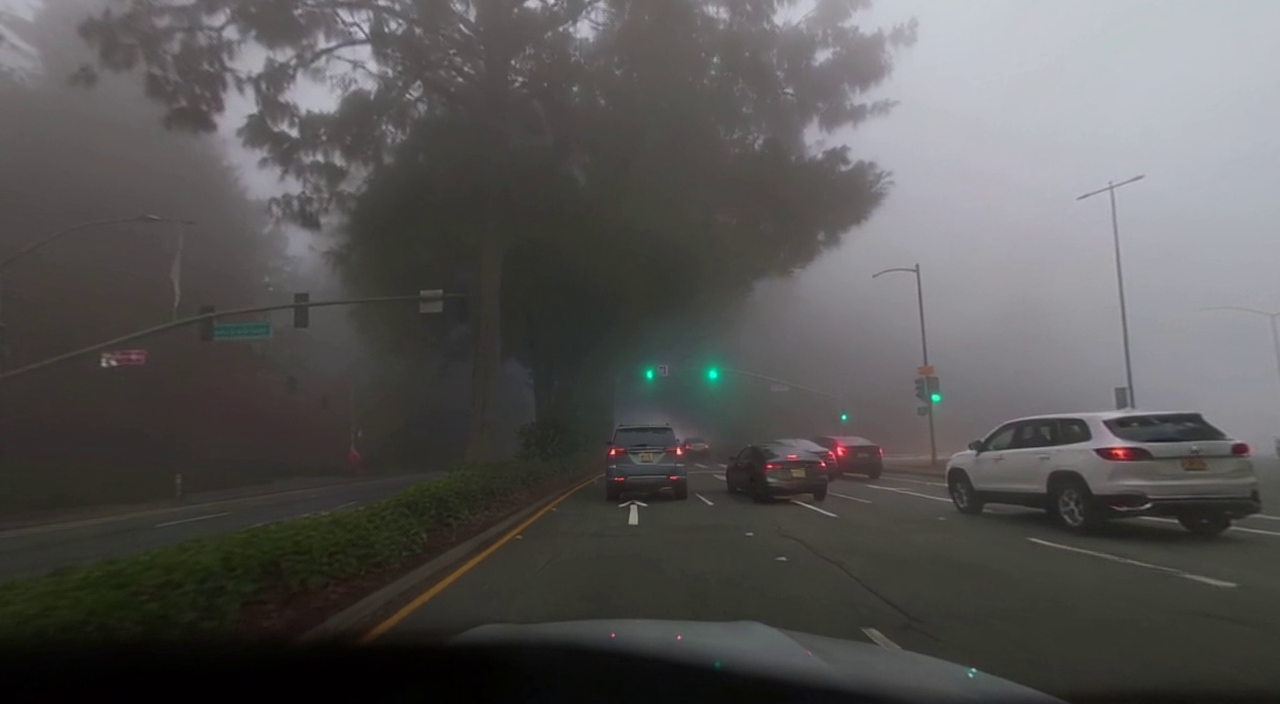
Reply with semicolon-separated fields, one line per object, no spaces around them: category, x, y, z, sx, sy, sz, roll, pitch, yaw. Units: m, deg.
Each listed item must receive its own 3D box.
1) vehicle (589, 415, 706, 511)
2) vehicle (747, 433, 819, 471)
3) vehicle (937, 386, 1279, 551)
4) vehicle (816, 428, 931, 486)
vehicle;0.113;2.535;14.788;2.353;1.894;4.122;0;-9;-1
vehicle;7.155;5.075;32.298;2.440;1.775;4.791;0;-9;-2
vehicle;7.120;1.734;9.966;2.251;1.873;5.346;0;-9;0
vehicle;7.283;3.331;20.225;2.025;1.642;4.189;0;-9;0
